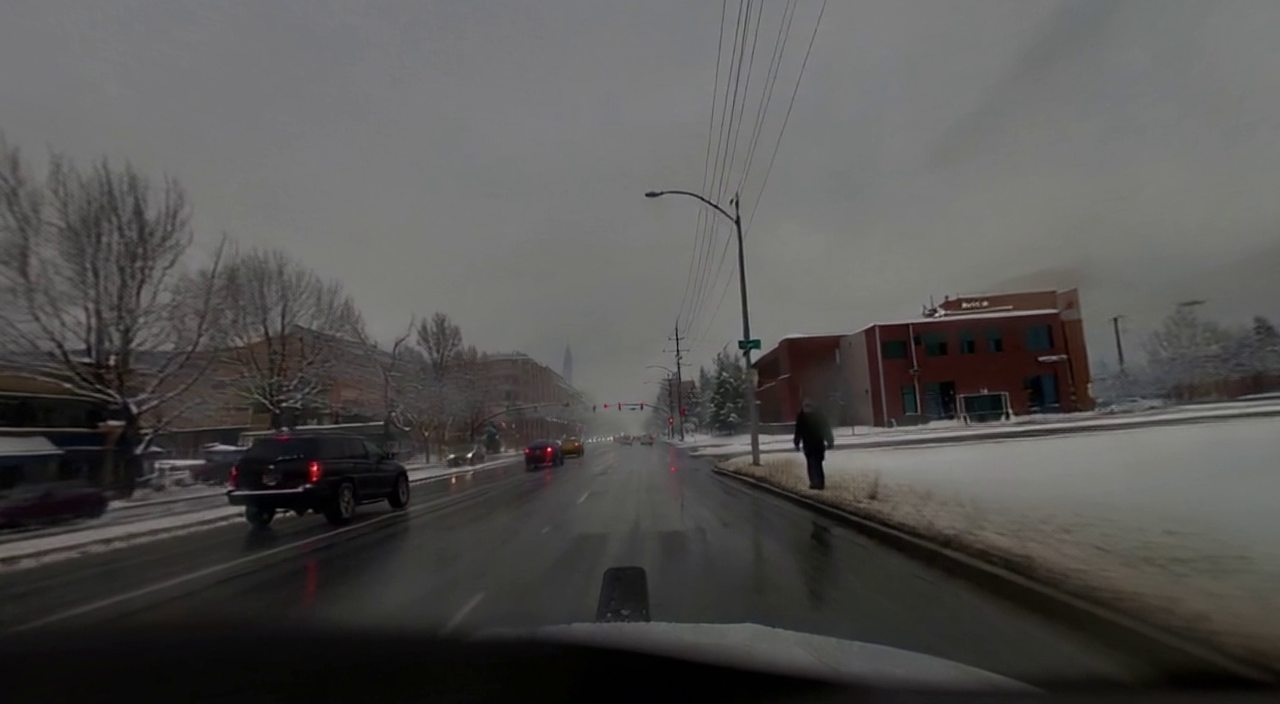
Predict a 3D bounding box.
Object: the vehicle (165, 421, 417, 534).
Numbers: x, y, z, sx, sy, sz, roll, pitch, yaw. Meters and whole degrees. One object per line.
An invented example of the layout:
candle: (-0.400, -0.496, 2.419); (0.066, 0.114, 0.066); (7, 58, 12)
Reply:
vehicle: (-6.154, 2.260, 12.001); (2.007, 1.698, 4.759); (0, -8, 1)

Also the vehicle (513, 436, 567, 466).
vehicle: (-5.288, 5.301, 33.996); (2.030, 1.488, 4.650); (-1, -8, 2)

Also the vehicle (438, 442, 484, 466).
vehicle: (-13.211, 7.561, 46.814); (2.003, 1.704, 4.334); (-1, -8, 1)

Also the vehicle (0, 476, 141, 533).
vehicle: (-20.679, 5.335, 22.470); (1.773, 1.511, 4.687); (1, -8, 2)
